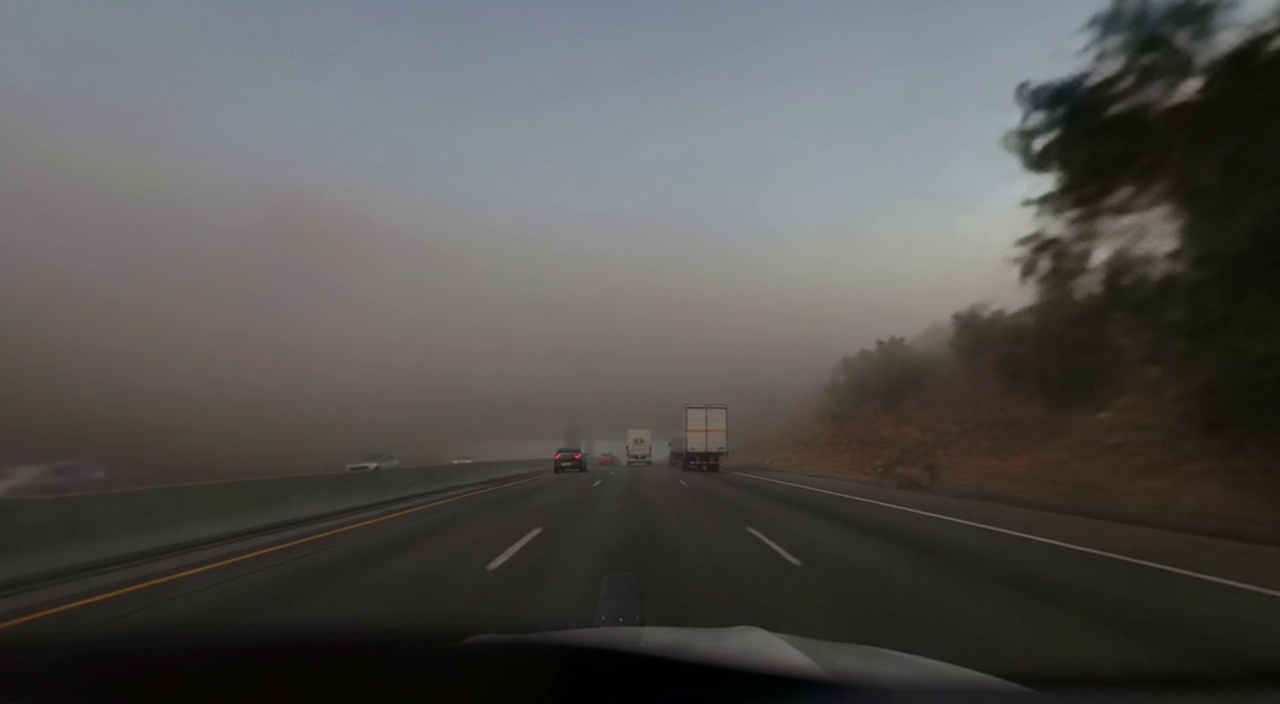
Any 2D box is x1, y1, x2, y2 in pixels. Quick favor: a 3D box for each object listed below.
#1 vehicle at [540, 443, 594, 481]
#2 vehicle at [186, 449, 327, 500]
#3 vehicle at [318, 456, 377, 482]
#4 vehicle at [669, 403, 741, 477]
[{"bbox_3d":[-3.383,5.203,30.006,2.007,1.647,3.854,0,-9,1],"label":"vehicle"},{"bbox_3d":[-12.005,3.831,20.114,1.857,1.439,4.139,0,-9,0],"label":"vehicle"},{"bbox_3d":[-19.142,7.627,41.455,1.859,1.580,4.117,0,-9,0],"label":"vehicle"},{"bbox_3d":[3.964,6.114,43.095,3.131,4.037,16.729,0,-9,0],"label":"vehicle"}]
